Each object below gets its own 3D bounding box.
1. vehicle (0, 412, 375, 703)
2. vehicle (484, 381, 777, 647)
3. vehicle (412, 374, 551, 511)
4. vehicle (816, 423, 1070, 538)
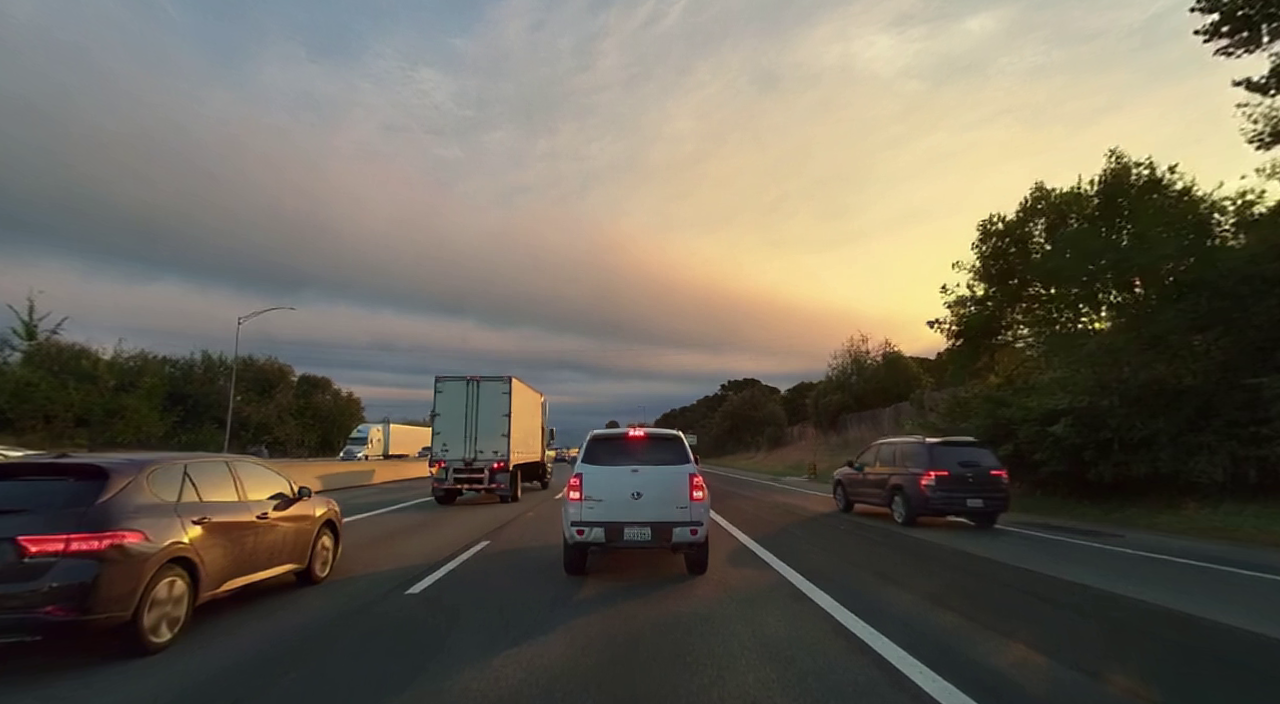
[{"bbox_3d":[-3.942,1.320,4.707,1.986,1.501,4.407,-1,-9,0],"label":"vehicle"},{"bbox_3d":[-0.098,1.363,6.096,1.995,1.798,3.380,0,-9,-1],"label":"vehicle"},{"bbox_3d":[-3.990,2.511,17.438,2.302,3.034,6.668,0,-9,-2],"label":"vehicle"},{"bbox_3d":[5.537,2.419,12.536,2.182,1.781,4.875,1,-9,-7],"label":"vehicle"}]
